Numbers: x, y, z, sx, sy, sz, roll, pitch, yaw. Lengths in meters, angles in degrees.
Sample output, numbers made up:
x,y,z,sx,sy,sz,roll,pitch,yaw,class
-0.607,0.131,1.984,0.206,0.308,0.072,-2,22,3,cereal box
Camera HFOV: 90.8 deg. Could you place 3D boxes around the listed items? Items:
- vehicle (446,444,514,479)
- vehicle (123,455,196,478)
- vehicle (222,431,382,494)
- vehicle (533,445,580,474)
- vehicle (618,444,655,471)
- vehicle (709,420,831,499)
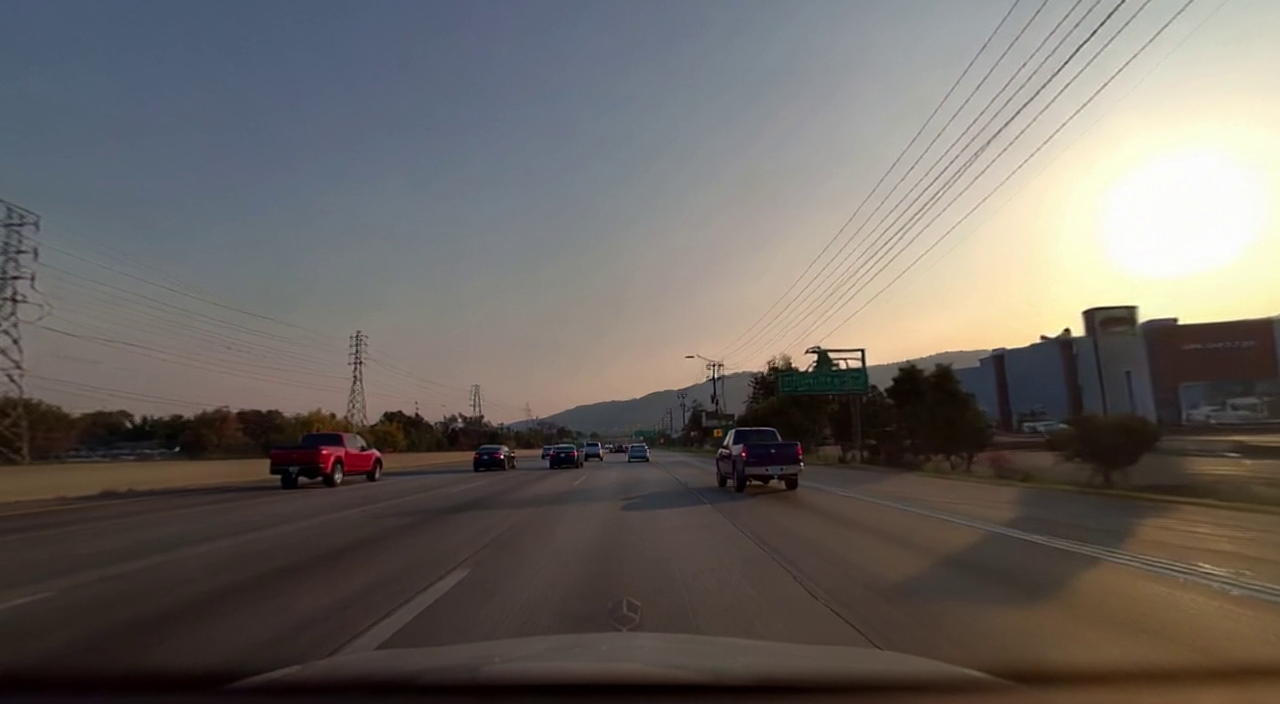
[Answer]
x,y,z,sx,sy,sz,roll,pitch,yaw,class
-7.417,5.086,29.788,1.959,1.496,4.740,0,-8,0,vehicle
-34.361,8.186,45.344,1.809,1.480,4.444,0,-9,0,vehicle
-11.394,3.784,22.037,2.317,1.881,5.903,0,-8,0,vehicle
-4.416,5.749,33.991,1.938,1.444,4.206,0,-8,0,vehicle
-0.232,6.193,37.400,2.030,1.471,4.115,0,-8,-1,vehicle
3.468,3.008,18.055,2.231,1.919,5.086,0,-8,-2,vehicle
